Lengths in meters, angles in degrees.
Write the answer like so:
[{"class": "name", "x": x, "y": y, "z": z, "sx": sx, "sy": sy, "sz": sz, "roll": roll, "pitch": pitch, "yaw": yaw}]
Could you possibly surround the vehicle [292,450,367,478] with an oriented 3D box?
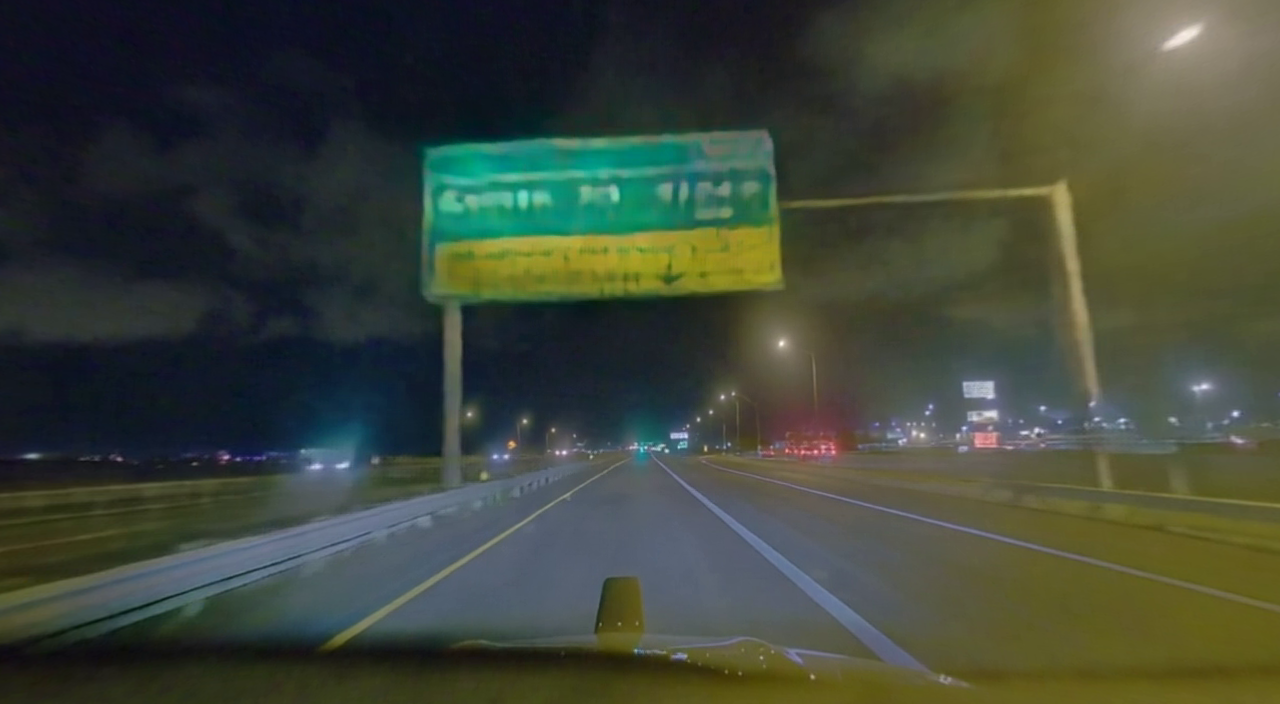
[{"class": "vehicle", "x": -17.506, "y": 6.289, "z": 35.720, "sx": 1.920, "sy": 1.481, "sz": 4.515, "roll": 0, "pitch": -9, "yaw": 0}]
